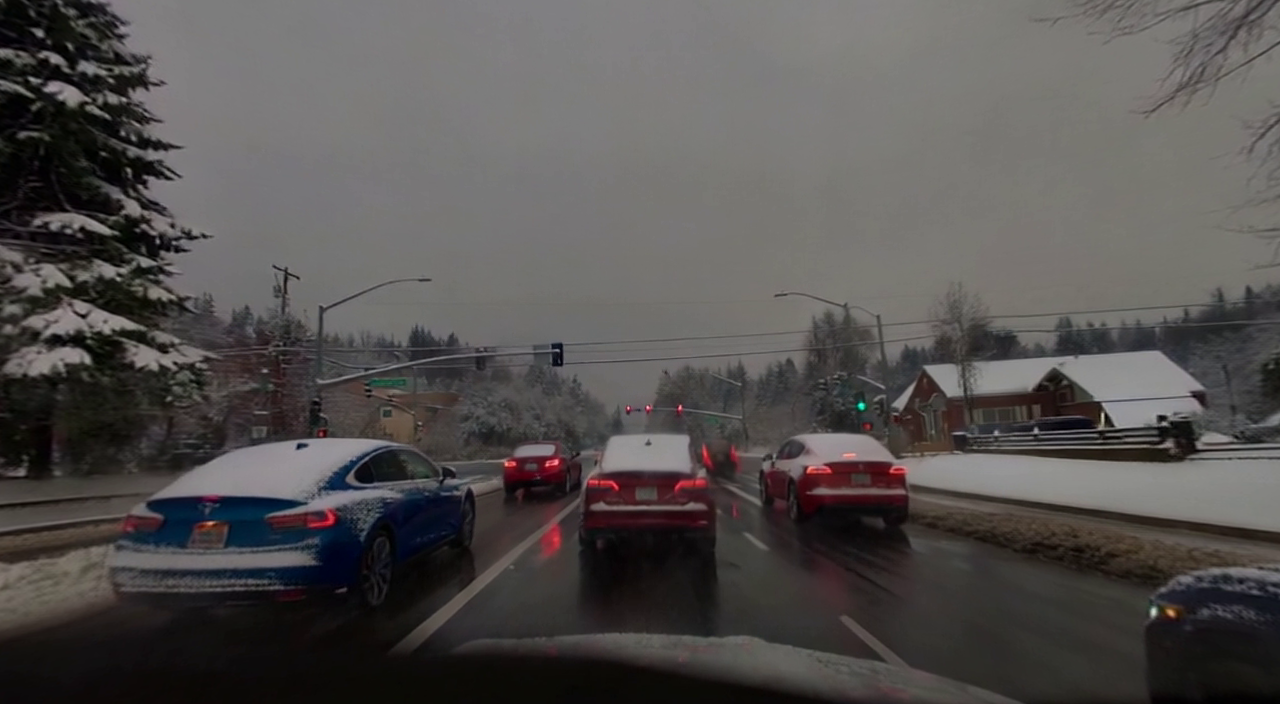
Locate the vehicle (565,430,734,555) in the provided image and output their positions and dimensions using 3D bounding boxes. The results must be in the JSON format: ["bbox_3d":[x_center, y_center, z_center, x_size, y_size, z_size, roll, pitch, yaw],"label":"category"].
[{"bbox_3d":[0.115,2.113,10.225,2.144,1.563,4.218,0,-9,0],"label":"vehicle"}]

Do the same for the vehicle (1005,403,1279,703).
[{"bbox_3d":[3.311,0.851,1.638,1.951,1.522,4.614,0,-9,0],"label":"vehicle"}]

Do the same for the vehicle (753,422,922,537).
[{"bbox_3d":[3.461,2.306,11.950,1.938,1.732,4.006,1,-9,0],"label":"vehicle"}]

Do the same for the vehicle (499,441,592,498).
[{"bbox_3d":[-2.732,3.524,19.327,2.089,1.537,4.073,-1,-9,2],"label":"vehicle"}]

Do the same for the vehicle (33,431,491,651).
[{"bbox_3d":[-3.121,1.631,6.582,2.015,1.478,4.407,0,-9,0],"label":"vehicle"}]
